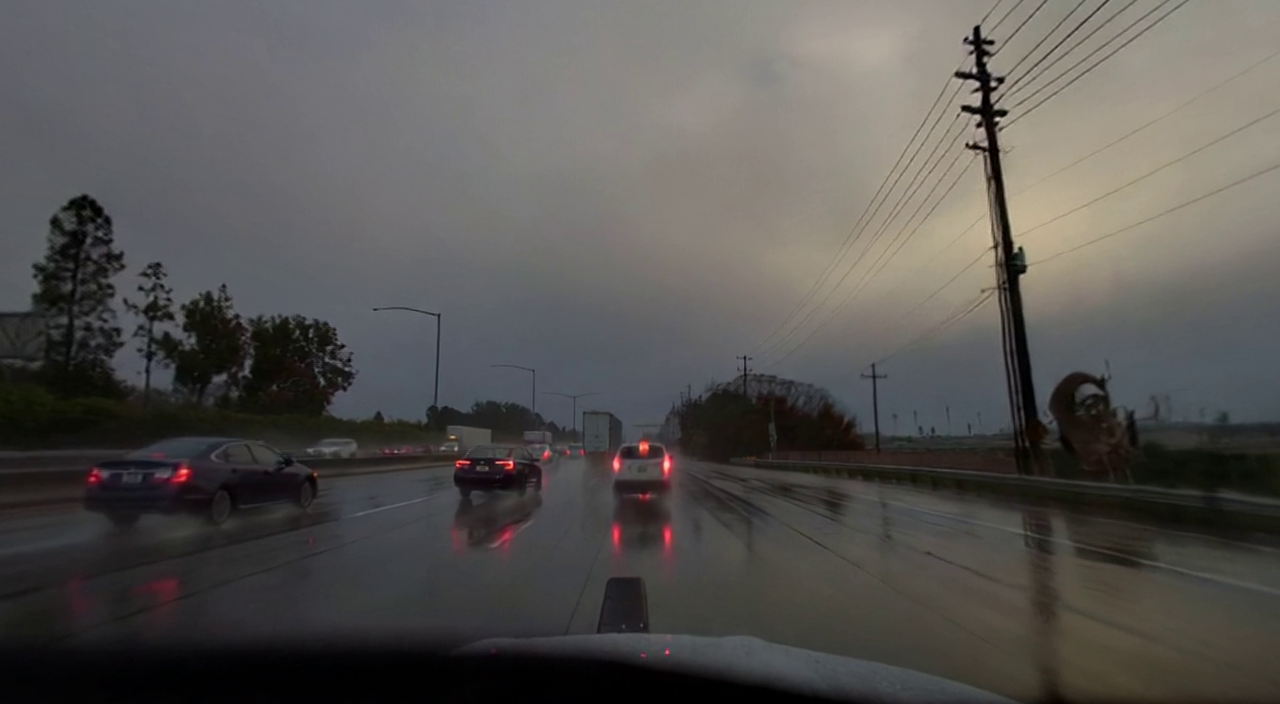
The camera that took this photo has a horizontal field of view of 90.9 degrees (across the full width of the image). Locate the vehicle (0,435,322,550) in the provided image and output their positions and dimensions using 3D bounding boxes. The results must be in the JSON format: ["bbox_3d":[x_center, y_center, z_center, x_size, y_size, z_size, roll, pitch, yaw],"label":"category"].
[{"bbox_3d":[-7.338,2.125,10.287,1.867,1.445,4.499,0,-9,1],"label":"vehicle"}]

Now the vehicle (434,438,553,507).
[{"bbox_3d":[-3.469,2.930,15.750,1.912,1.464,4.115,0,-9,1],"label":"vehicle"}]

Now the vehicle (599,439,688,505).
[{"bbox_3d":[0.019,3.044,16.524,2.018,1.470,4.491,0,-9,-2],"label":"vehicle"}]

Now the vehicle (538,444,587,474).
[{"bbox_3d":[-3.888,5.452,32.299,2.013,1.437,3.801,0,-9,0],"label":"vehicle"}]
